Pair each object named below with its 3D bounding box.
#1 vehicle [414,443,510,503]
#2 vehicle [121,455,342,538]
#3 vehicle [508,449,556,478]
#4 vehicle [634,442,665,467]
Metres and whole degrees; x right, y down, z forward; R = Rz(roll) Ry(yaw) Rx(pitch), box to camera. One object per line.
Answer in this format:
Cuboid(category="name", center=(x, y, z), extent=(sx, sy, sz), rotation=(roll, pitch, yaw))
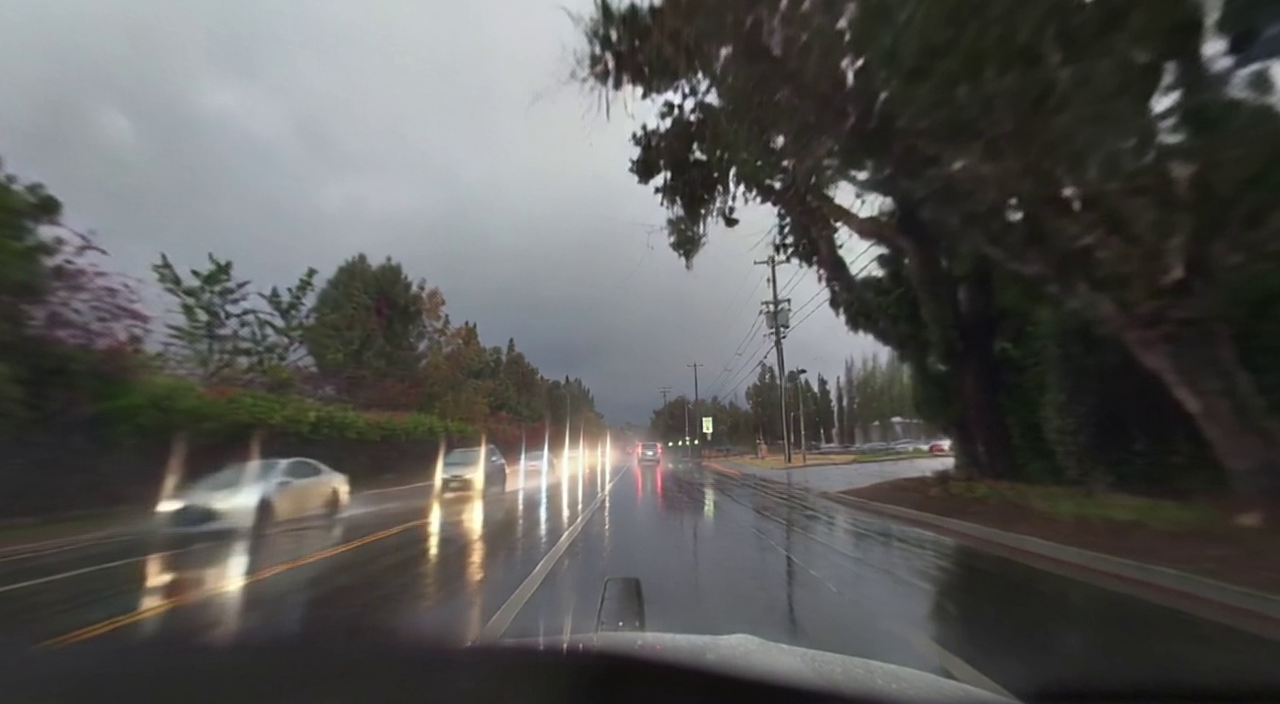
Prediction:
Cuboid(category="vehicle", center=(-5.405, 3.678, 19.716), extent=(1.792, 1.628, 4.000), rotation=(-1, -8, 0))
Cuboid(category="vehicle", center=(-8.953, 3.153, 14.462), extent=(2.058, 1.495, 4.448), rotation=(-1, -8, 0))
Cuboid(category="vehicle", center=(-5.884, 6.111, 34.905), extent=(1.933, 1.492, 3.755), rotation=(-1, -8, 1))
Cuboid(category="vehicle", center=(0.673, 7.676, 47.309), extent=(2.163, 1.746, 4.073), rotation=(-1, -8, 0))
